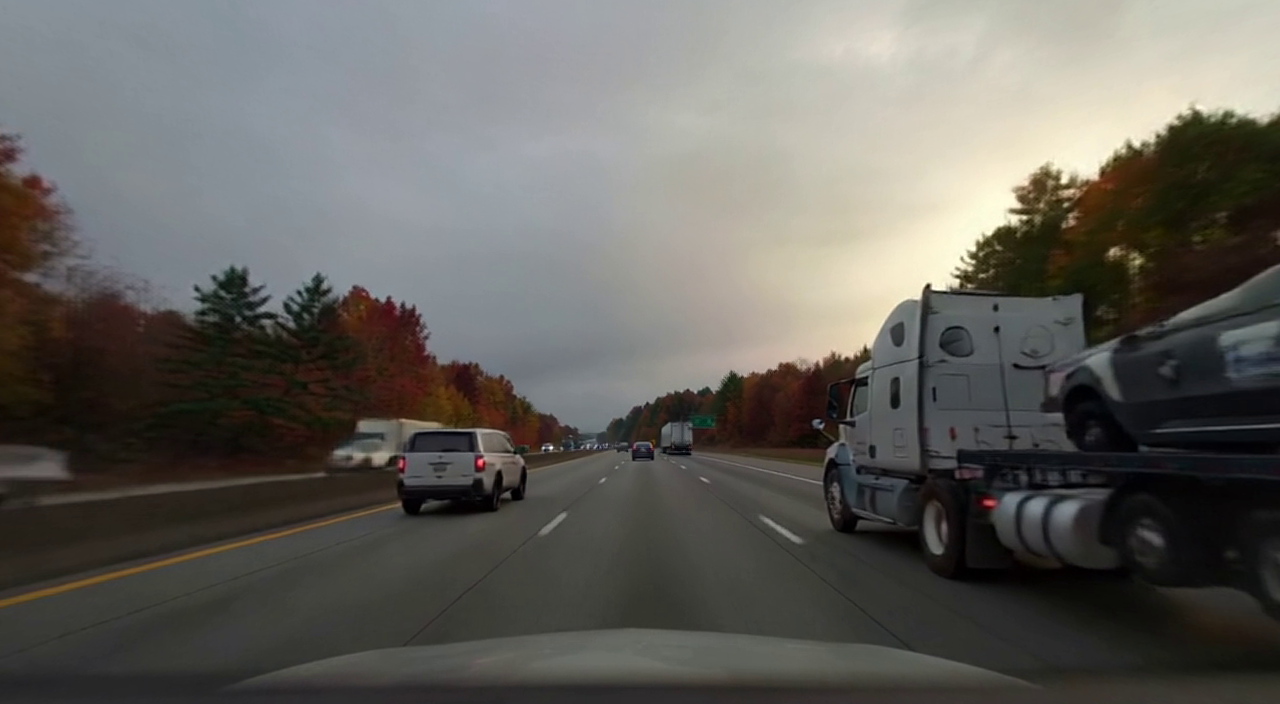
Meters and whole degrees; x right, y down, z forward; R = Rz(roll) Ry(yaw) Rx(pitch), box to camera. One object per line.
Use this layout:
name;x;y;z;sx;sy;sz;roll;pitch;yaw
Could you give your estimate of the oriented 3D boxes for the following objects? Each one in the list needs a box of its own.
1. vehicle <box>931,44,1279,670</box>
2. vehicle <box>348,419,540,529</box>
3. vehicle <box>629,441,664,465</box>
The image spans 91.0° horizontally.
vehicle;4.929;-0.371;0.567;3.150;3.257;13.098;0;-8;0
vehicle;-3.384;2.214;12.058;2.077;1.669;4.739;0;-8;1
vehicle;0.440;6.652;41.579;2.152;1.484;4.211;0;-8;1
